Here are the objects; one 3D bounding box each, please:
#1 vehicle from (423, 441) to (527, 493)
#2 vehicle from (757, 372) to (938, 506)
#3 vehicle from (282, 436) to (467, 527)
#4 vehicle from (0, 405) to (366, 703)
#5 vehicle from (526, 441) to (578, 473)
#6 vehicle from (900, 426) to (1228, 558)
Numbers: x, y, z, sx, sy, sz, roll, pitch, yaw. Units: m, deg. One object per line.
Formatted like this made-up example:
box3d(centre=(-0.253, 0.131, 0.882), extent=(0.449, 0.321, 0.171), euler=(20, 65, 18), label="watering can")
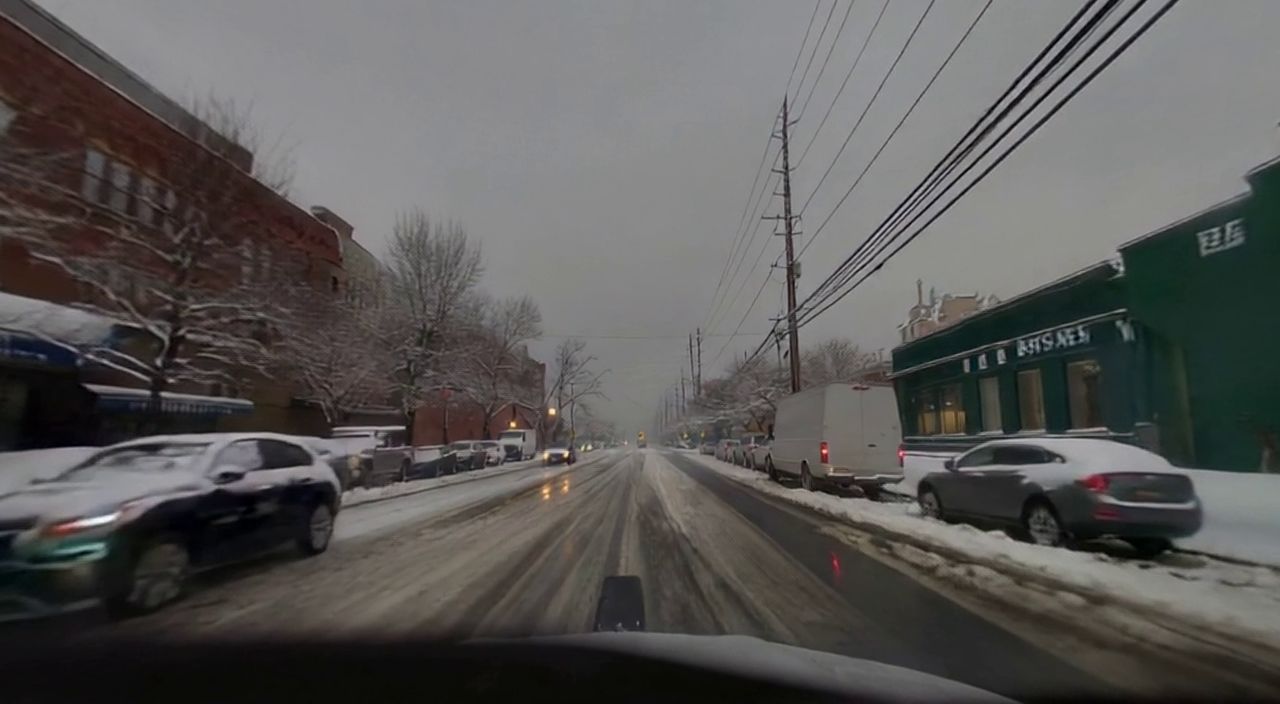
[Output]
box3d(centre=(-5.068, 3.581, 20.091), extent=(1.845, 1.469, 4.413), euler=(-1, -8, 4), label="vehicle")
box3d(centre=(5.672, 2.621, 19.010), extent=(2.815, 3.203, 7.558), euler=(0, -8, 0), label="vehicle")
box3d(centre=(-5.062, 2.505, 12.849), extent=(1.807, 1.494, 4.464), euler=(0, -8, 0), label="vehicle")
box3d(centre=(-3.908, 1.252, 4.517), extent=(2.050, 1.505, 4.219), euler=(0, -8, -1), label="vehicle")
box3d(centre=(-4.354, 5.250, 31.882), extent=(1.925, 1.479, 4.444), euler=(0, -8, 1), label="vehicle")
box3d(centre=(6.346, 2.090, 10.240), extent=(1.963, 1.646, 4.204), euler=(1, -9, -9), label="vehicle")
